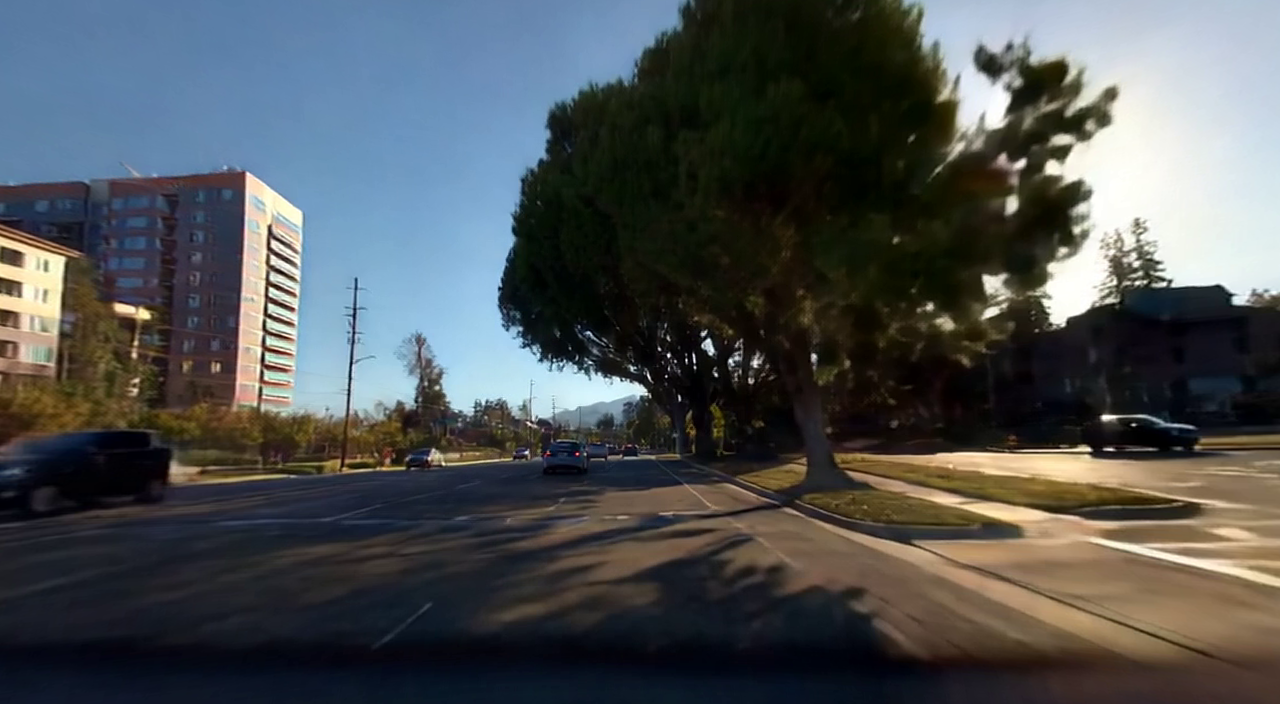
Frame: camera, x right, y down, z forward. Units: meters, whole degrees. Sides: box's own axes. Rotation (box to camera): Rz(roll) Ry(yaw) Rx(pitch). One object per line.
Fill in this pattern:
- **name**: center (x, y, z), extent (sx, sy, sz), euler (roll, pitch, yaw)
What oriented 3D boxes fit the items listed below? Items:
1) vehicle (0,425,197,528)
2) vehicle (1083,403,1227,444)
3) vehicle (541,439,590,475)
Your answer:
- **vehicle**: center (-12.217, 2.557, 13.560), extent (2.071, 1.817, 4.634), euler (0, -8, -1)
- **vehicle**: center (25.069, 3.618, 31.160), extent (2.195, 1.814, 5.872), euler (0, -8, 1)
- **vehicle**: center (-3.806, 5.429, 32.906), extent (1.959, 1.741, 4.141), euler (0, -8, 1)
